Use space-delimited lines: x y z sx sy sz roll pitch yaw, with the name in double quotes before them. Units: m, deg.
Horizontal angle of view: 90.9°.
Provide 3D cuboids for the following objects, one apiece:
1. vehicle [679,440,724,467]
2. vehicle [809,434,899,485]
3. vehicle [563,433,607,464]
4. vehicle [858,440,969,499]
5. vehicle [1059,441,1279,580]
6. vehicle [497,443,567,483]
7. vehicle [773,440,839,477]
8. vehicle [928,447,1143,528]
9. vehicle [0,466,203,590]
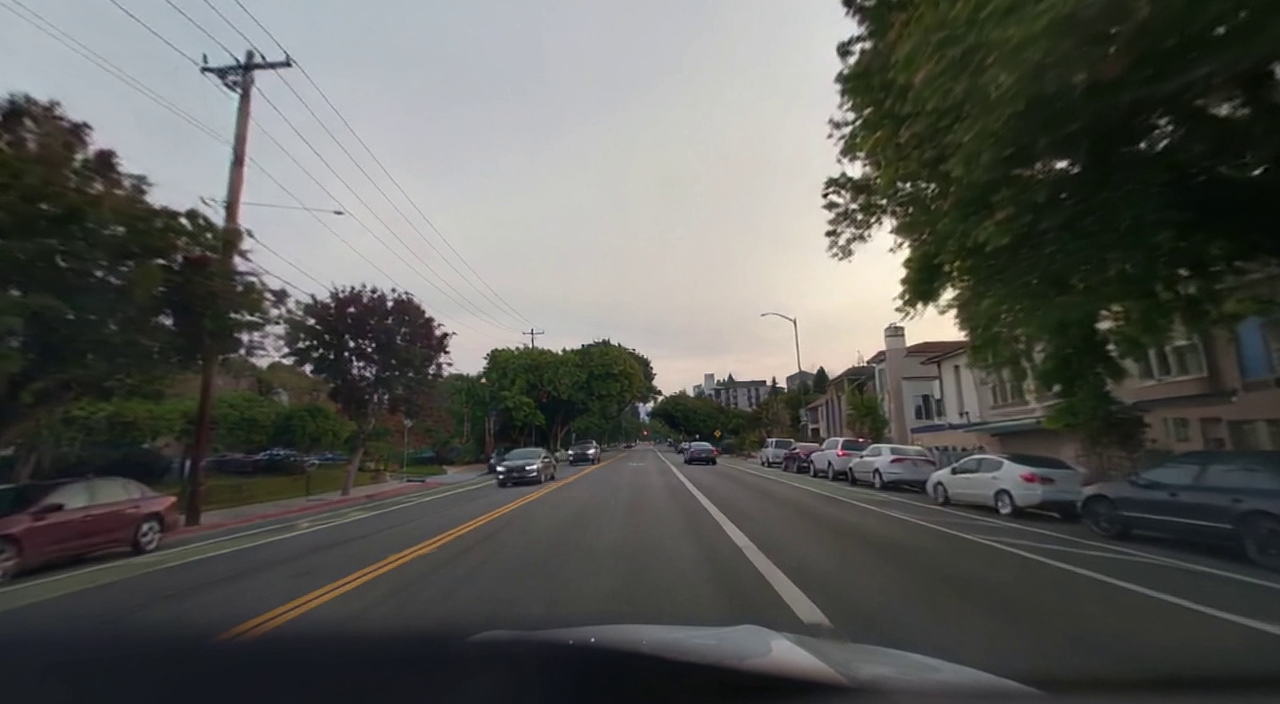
"vehicle" 3.536 5.956 37.199 2.059 1.489 4.629 0 -8 -2
"vehicle" 8.049 4.090 24.237 1.879 1.765 4.339 0 -8 -1
"vehicle" -3.913 6.986 45.892 2.435 2.069 5.772 -1 -8 2
"vehicle" 8.066 3.470 18.998 1.836 1.500 3.630 3 -8 2
"vehicle" 7.884 1.877 7.988 2.093 1.472 4.434 0 -8 0
"vehicle" -4.280 4.446 25.644 1.989 1.474 4.112 0 -8 2
"vehicle" 7.767 5.009 29.917 1.862 1.492 4.571 2 -8 0
"vehicle" 7.954 2.712 13.283 1.787 1.402 4.271 0 -8 1
"vehicle" -9.352 2.544 9.496 2.117 1.474 4.740 0 -8 0
